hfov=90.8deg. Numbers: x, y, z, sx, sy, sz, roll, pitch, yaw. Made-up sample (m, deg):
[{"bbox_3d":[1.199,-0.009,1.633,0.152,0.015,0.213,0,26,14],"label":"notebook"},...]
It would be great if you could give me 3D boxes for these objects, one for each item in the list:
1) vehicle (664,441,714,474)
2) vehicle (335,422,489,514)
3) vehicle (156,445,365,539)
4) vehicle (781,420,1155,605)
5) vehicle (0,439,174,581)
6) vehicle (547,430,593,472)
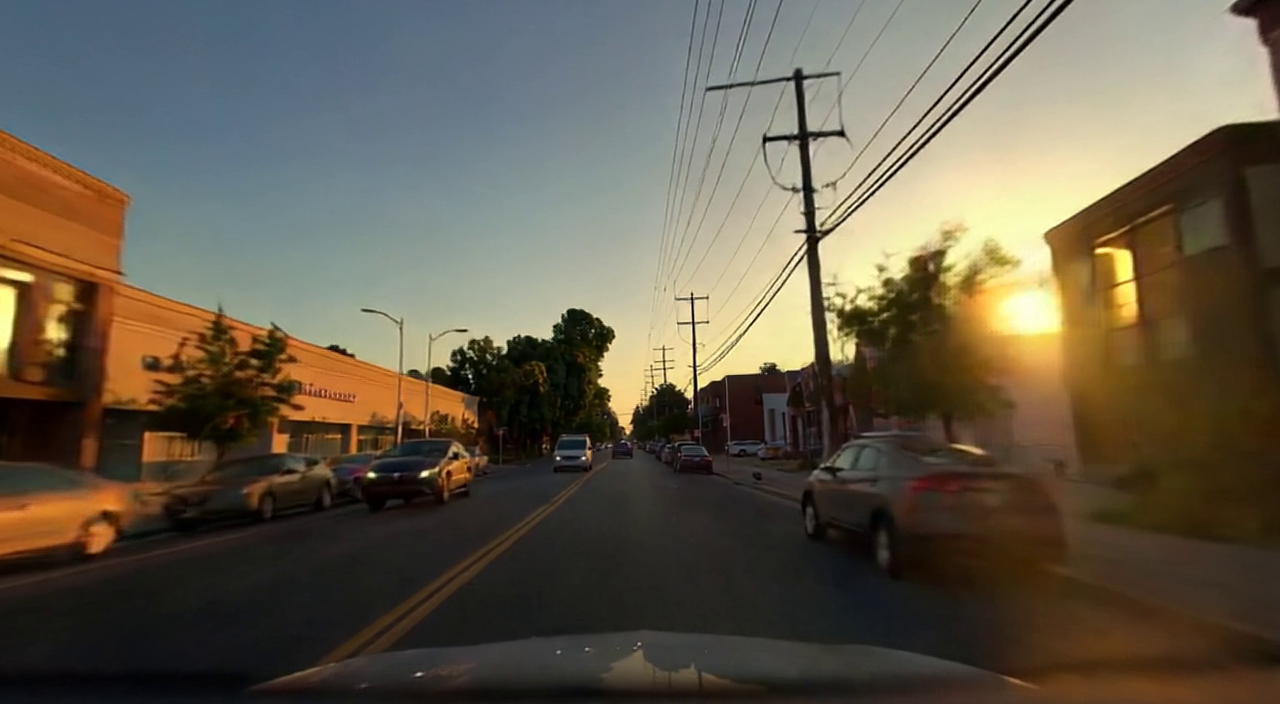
[{"bbox_3d":[2.576,5.288,32.016,2.261,1.503,4.695,-2,-8,7],"label":"vehicle"},{"bbox_3d":[-5.486,2.844,15.948,2.152,1.918,4.217,-3,-8,3],"label":"vehicle"},{"bbox_3d":[-8.554,3.121,14.943,1.791,1.622,5.056,-2,-7,1],"label":"vehicle"},{"bbox_3d":[3.429,1.777,8.064,2.136,1.586,4.919,1,-9,0],"label":"vehicle"},{"bbox_3d":[-8.854,2.039,8.120,2.009,1.684,5.009,-2,-7,-1],"label":"vehicle"},{"bbox_3d":[-3.593,5.209,33.332,2.115,2.065,4.452,0,-9,-3],"label":"vehicle"}]
